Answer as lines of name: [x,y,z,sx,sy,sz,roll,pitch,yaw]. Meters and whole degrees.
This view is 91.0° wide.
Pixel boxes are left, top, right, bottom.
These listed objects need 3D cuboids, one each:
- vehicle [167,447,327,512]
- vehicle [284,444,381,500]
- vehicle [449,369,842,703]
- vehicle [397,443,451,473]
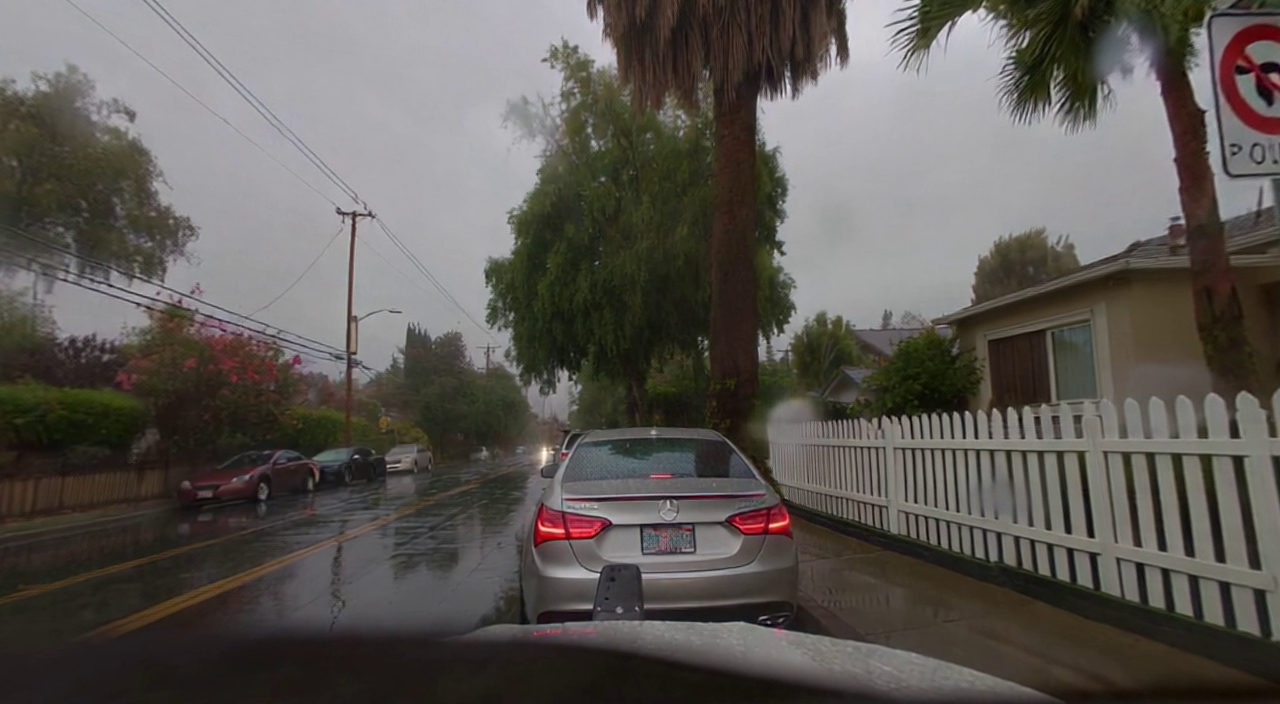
vehicle: [-11.393,3.659,18.793,2.017,1.627,5.039,1,-8,-7]
vehicle: [-12.158,4.709,25.267,2.048,1.485,4.757,-4,-4,-7]
vehicle: [-0.128,1.213,4.997,1.894,1.695,3.795,1,-8,-5]
vehicle: [-13.173,6.463,38.706,2.060,1.689,4.999,1,-8,-7]
